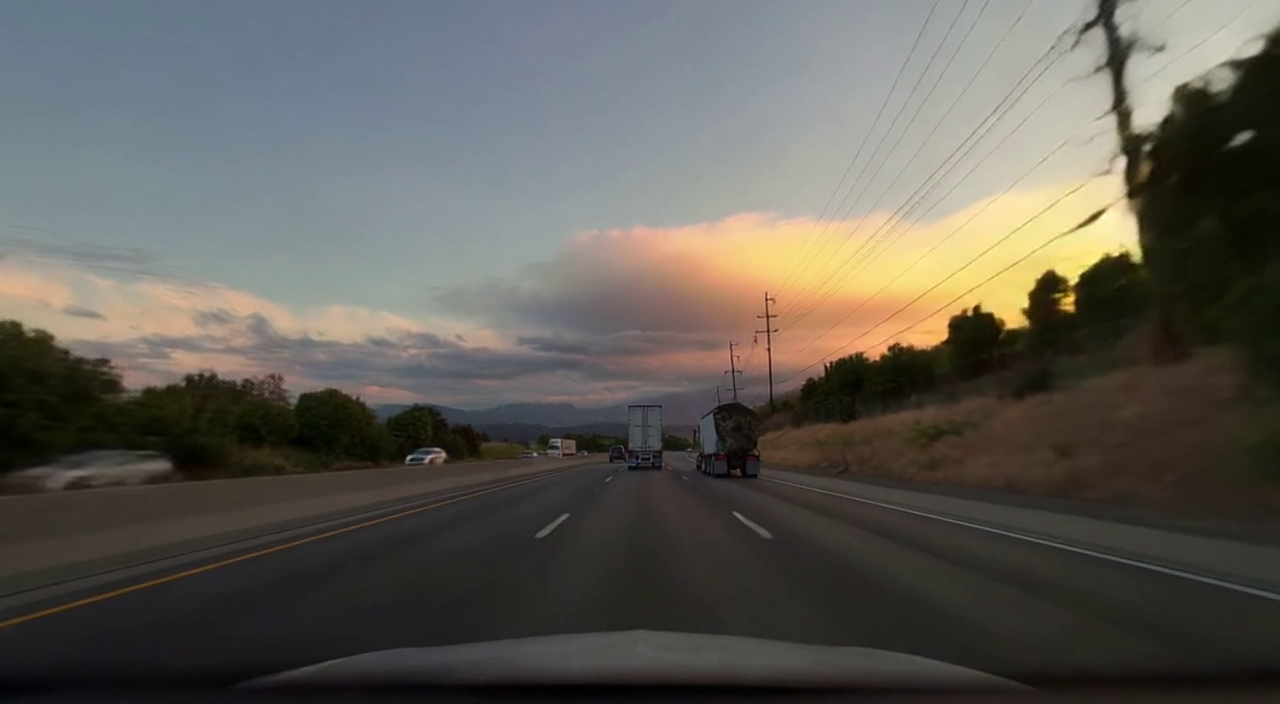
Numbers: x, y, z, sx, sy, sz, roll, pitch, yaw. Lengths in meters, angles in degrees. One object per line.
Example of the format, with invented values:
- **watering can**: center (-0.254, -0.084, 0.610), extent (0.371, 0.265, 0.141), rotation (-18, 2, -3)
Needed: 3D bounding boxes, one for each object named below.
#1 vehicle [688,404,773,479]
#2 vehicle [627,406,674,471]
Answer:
- **vehicle**: center (4.421, 4.766, 32.979), extent (2.938, 3.378, 8.820), rotation (0, -9, -1)
- **vehicle**: center (0.667, 6.572, 46.767), extent (2.997, 4.076, 13.224), rotation (0, -9, 0)
